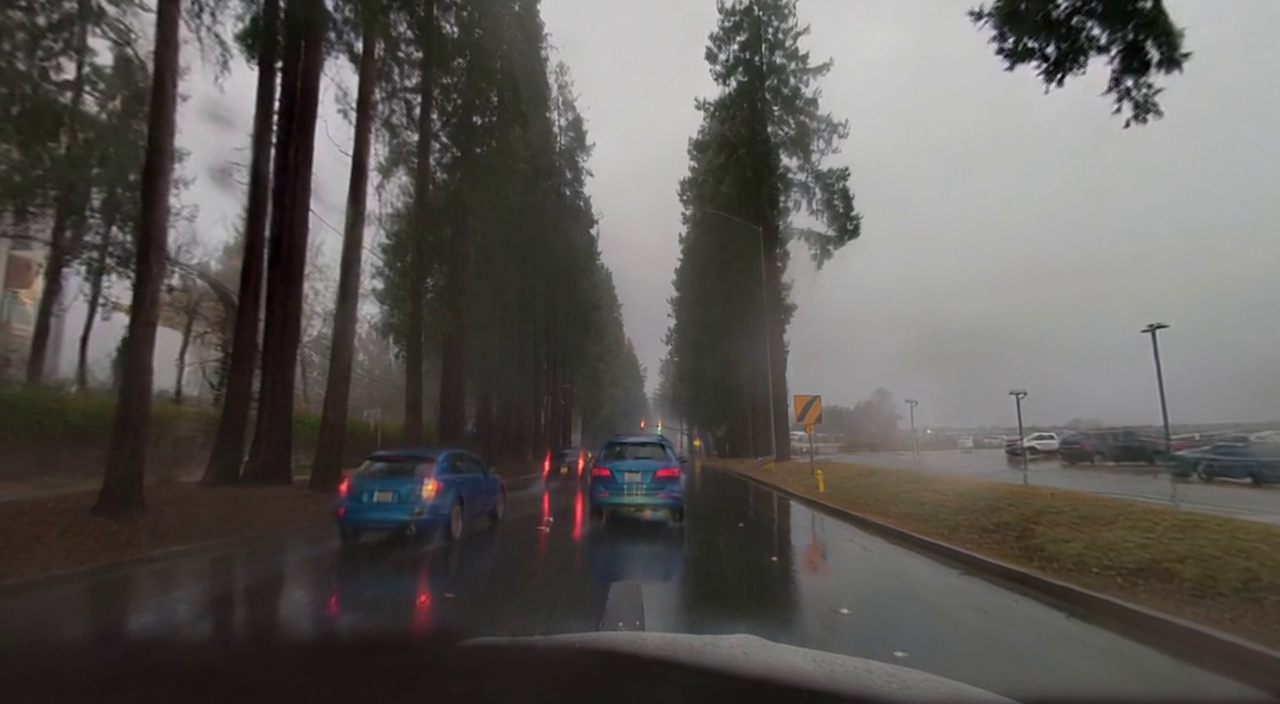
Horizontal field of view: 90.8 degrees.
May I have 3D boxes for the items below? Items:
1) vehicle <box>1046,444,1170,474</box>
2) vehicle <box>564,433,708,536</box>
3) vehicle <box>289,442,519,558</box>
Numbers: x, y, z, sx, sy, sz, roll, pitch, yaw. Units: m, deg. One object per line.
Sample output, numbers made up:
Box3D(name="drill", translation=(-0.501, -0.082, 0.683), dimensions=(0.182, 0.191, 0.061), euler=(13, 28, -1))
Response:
Box3D(name="vehicle", translation=(28.098, 6.384, 38.007), dimensions=(5.955, 1.702, 2.166), euler=(1, -8, -6))
Box3D(name="vehicle", translation=(-0.047, 2.351, 11.818), dimensions=(2.229, 1.591, 3.897), euler=(0, -8, 1))
Box3D(name="vehicle", translation=(-3.446, 2.219, 10.327), dimensions=(1.922, 1.464, 4.424), euler=(0, -8, 2))
